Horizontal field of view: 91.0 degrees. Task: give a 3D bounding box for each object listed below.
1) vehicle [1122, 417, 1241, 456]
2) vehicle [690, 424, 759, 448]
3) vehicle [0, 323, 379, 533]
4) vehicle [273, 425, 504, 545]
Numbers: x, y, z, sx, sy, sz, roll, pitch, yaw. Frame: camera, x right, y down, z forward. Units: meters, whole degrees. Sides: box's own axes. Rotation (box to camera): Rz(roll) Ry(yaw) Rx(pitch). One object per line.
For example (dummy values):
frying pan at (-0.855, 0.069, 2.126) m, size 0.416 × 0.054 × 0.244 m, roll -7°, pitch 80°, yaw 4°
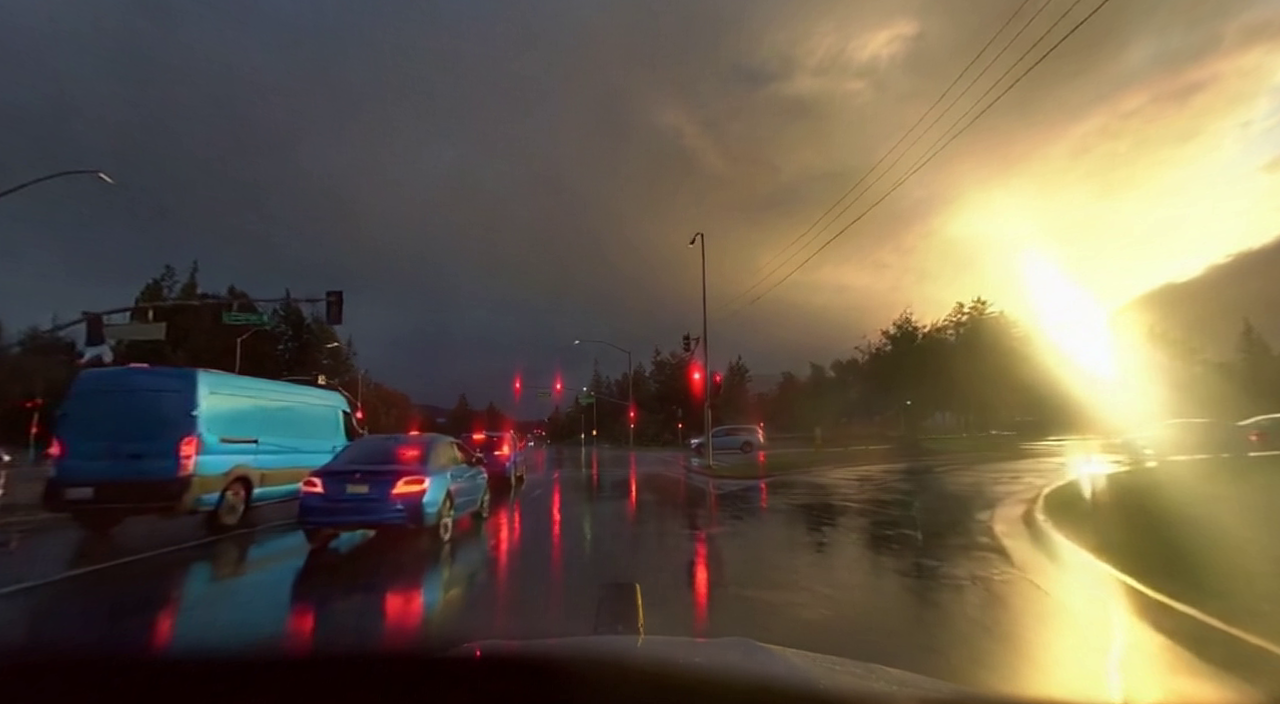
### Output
vehicle at (22.244, 3.509, 25.913) m, size 3.718 × 1.480 × 1.981 m, roll 3°, pitch -9°, yaw -19°
vehicle at (6.174, 6.195, 46.129) m, size 4.884 × 1.714 × 2.021 m, roll -1°, pitch -9°, yaw 8°
vehicle at (-7.643, 1.542, 12.097) m, size 2.461 × 2.889 × 6.776 m, roll 0°, pitch -9°, yaw -2°
vehicle at (-3.646, 2.020, 10.236) m, size 2.019 × 1.485 × 4.565 m, roll 1°, pitch -9°, yaw -2°
